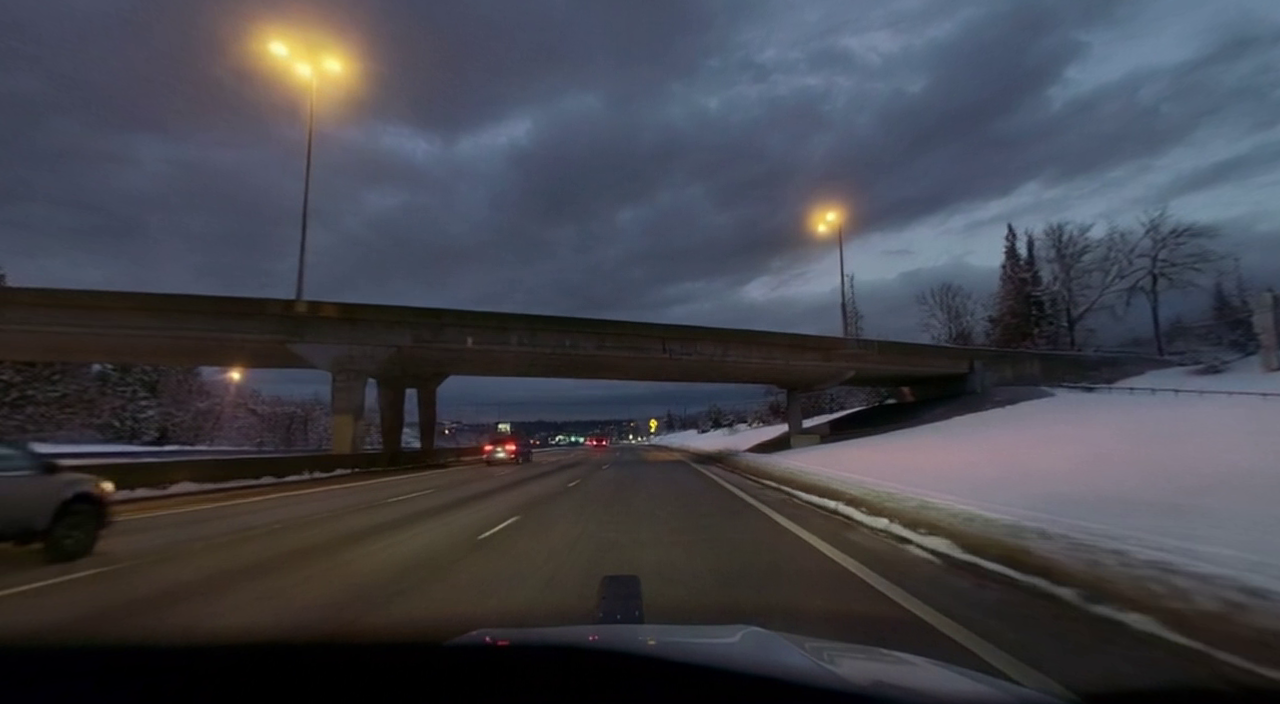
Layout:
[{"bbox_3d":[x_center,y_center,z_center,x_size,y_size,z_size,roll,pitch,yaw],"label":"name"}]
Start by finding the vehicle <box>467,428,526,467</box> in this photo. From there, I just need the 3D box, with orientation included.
[{"bbox_3d":[-7.426,4.964,33.014,1.956,1.888,4.512,0,-8,1],"label":"vehicle"}]

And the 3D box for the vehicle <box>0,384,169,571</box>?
[{"bbox_3d":[-7.660,1.256,6.211,2.188,1.896,4.810,0,-8,1],"label":"vehicle"}]
